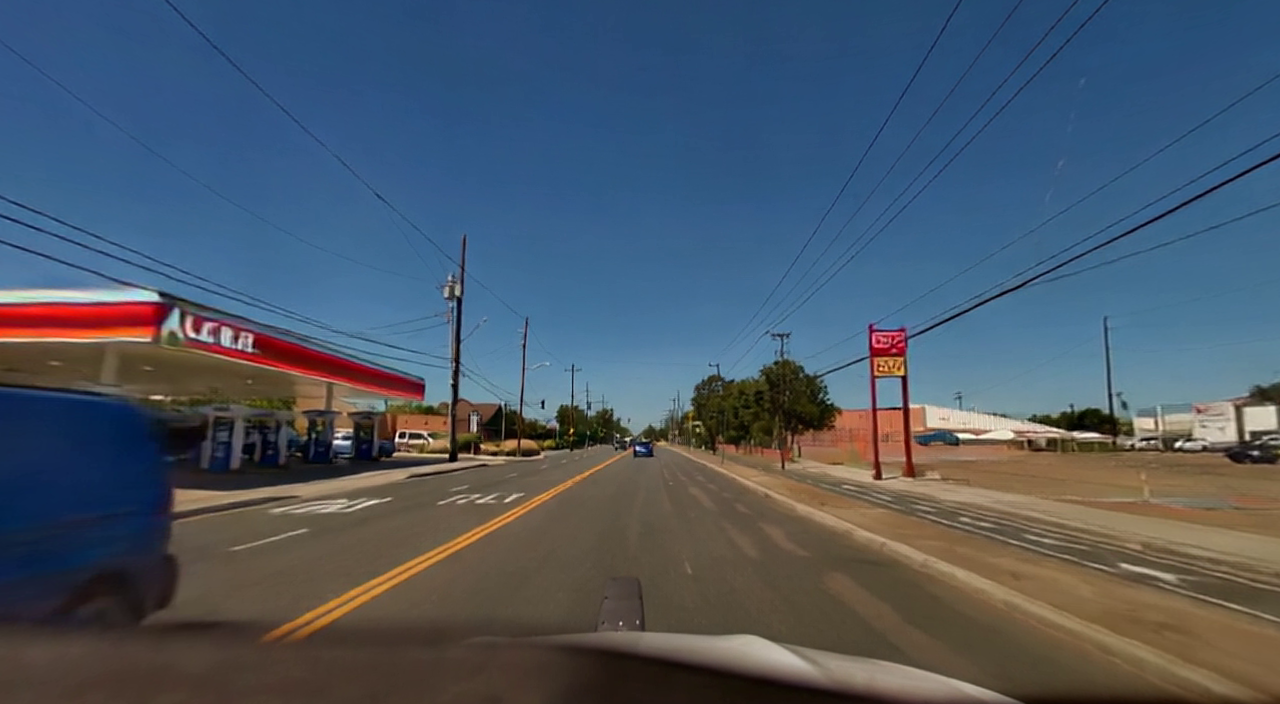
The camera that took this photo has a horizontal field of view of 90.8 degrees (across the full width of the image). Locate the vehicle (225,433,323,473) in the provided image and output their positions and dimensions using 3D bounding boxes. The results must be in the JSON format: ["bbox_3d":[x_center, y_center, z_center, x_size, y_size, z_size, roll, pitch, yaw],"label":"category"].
[{"bbox_3d":[-17.169,4.726,29.910,1.928,1.708,4.344,0,-8,1],"label":"vehicle"}]

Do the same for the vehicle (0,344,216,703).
[{"bbox_3d":[-4.157,0.752,1.962,2.274,1.844,4.843,0,-8,0],"label":"vehicle"}]

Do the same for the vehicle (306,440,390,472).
[{"bbox_3d":[-14.058,5.011,30.769,1.947,1.435,4.606,0,-8,-1],"label":"vehicle"}]
